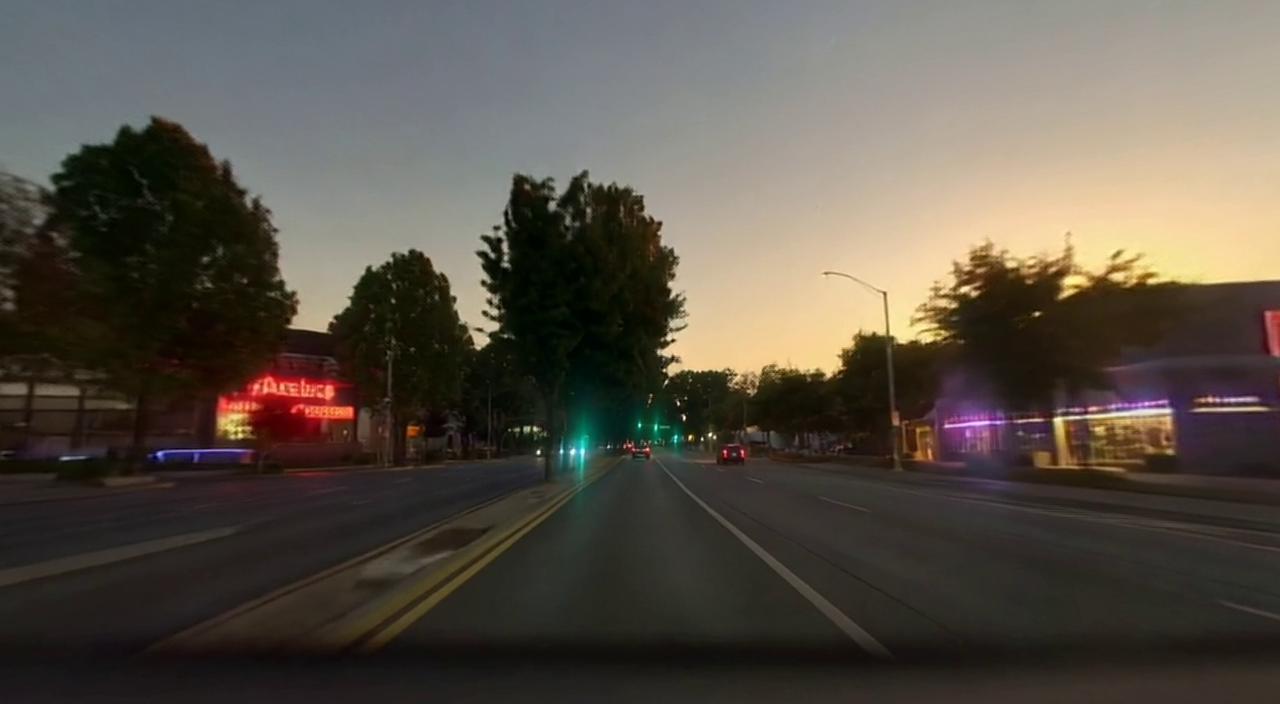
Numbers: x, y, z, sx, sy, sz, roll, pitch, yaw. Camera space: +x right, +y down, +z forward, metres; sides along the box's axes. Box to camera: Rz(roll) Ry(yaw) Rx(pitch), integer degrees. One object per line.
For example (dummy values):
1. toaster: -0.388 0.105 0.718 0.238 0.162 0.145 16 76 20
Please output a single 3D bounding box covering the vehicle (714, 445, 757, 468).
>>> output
1. vehicle: 6.346 6.998 42.477 2.024 1.475 4.600 0 -9 -2
